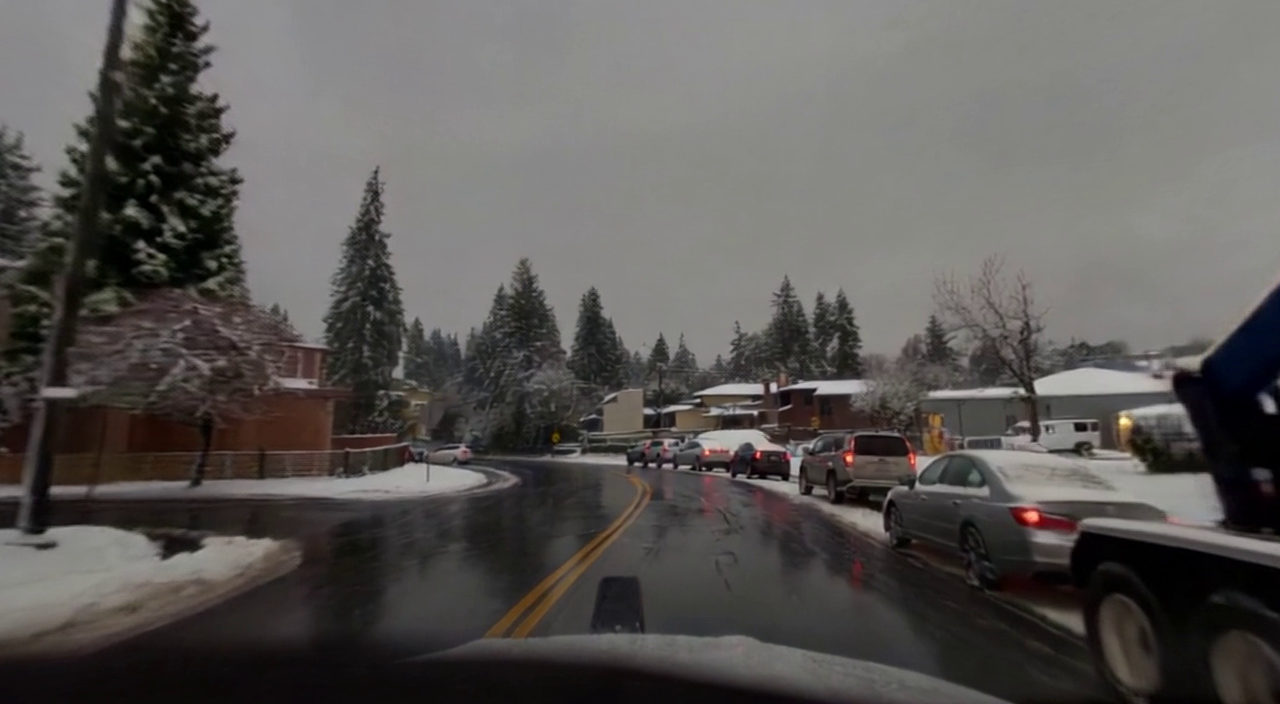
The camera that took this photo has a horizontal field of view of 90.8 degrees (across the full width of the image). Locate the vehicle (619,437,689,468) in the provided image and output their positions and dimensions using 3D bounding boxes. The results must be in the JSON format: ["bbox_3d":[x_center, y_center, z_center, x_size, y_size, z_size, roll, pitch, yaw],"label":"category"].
[{"bbox_3d":[0.781,6.664,42.172,2.511,1.904,6.143,3,-9,-21],"label":"vehicle"}]

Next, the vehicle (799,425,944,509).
[{"bbox_3d":[5.528,2.802,15.807,1.922,1.785,4.513,0,-9,0],"label":"vehicle"}]

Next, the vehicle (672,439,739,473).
[{"bbox_3d":[3.474,5.645,34.425,1.967,1.698,4.649,3,-9,-17],"label":"vehicle"}]

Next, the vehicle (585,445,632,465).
[{"bbox_3d":[-2.511,8.003,49.328,1.789,1.504,4.435,5,-10,-29],"label":"vehicle"}]

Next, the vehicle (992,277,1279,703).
[{"bbox_3d":[3.769,0.494,0.784,2.874,2.021,7.293,0,-9,4],"label":"vehicle"}]
